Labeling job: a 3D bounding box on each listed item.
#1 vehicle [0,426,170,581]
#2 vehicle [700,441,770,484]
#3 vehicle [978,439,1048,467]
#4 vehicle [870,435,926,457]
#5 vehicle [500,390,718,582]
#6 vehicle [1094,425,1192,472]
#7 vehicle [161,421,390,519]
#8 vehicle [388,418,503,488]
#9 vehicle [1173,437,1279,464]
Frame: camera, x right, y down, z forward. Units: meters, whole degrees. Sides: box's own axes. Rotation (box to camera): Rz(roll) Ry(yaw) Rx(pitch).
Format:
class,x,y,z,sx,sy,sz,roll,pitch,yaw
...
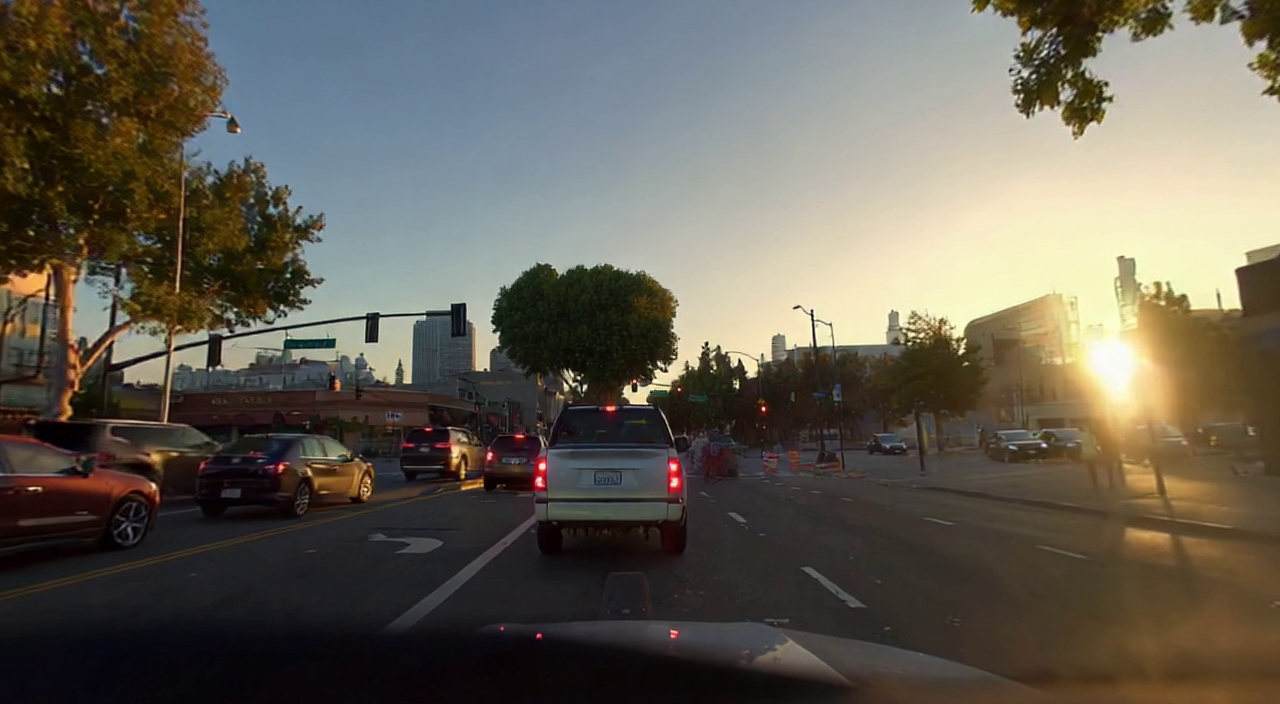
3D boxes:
class,x,y,z,sx,sy,sz,roll,pitch,yaw
vehicle,-6.963,1.420,5.852,1.831,1.451,4.382,0,-8,-1
vehicle,3.425,4.050,23.509,2.023,1.441,4.240,0,-8,1
vehicle,20.096,5.409,33.927,3.836,1.443,1.694,5,-10,-35
vehicle,20.098,7.326,49.048,4.361,1.653,2.034,6,-11,-37
vehicle,-0.315,1.596,8.231,2.064,1.817,4.298,0,-8,-1
vehicle,19.226,3.666,24.040,4.156,1.622,1.924,7,-11,-38
vehicle,-7.142,2.358,13.071,1.941,1.655,4.503,0,-8,1
vehicle,-6.475,3.438,21.666,2.496,2.112,4.351,0,-8,0
vehicle,29.718,4.952,31.668,4.176,1.313,1.719,0,-8,2
